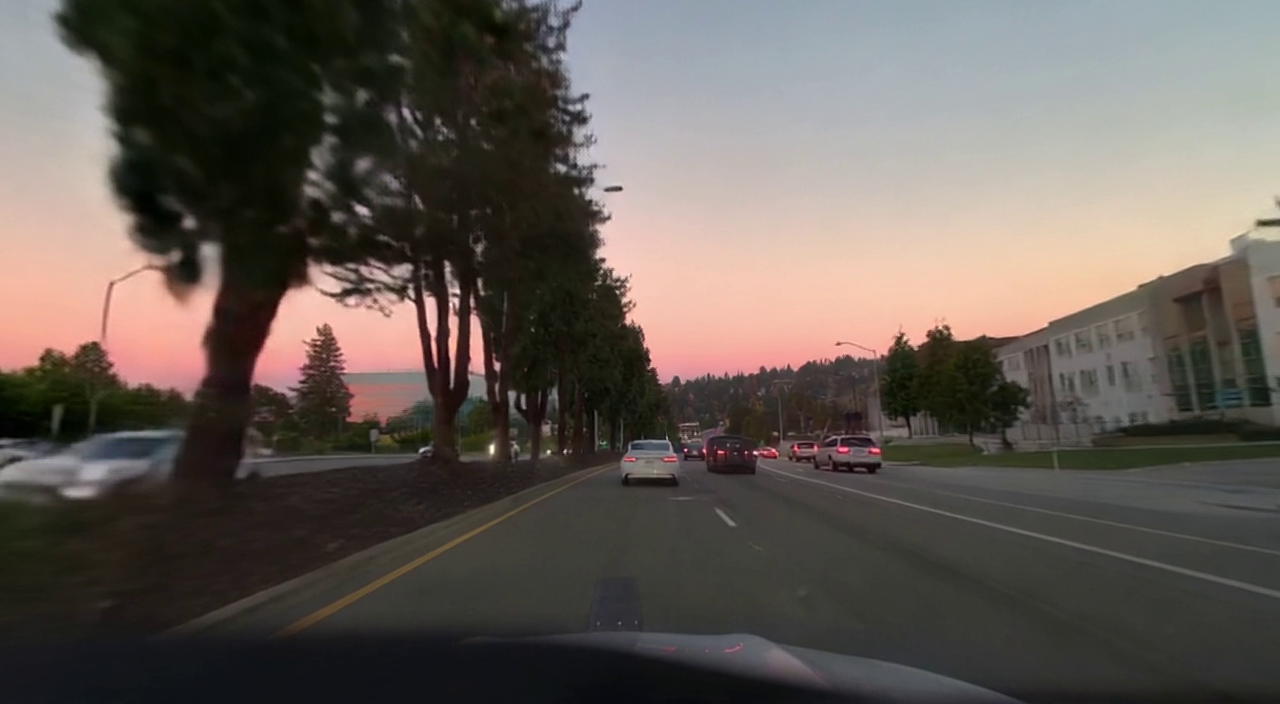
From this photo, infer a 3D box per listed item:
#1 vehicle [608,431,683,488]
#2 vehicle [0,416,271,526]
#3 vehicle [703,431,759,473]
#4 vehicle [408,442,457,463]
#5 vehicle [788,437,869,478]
[{"bbox_3d":[0.191,3.402,20.175,2.145,1.603,4.369,0,-8,1],"label":"vehicle"},{"bbox_3d":[-8.998,2.023,11.218,2.074,1.543,4.536,0,-8,0],"label":"vehicle"},{"bbox_3d":[4.104,4.611,29.128,1.976,1.796,4.159,0,-8,0],"label":"vehicle"},{"bbox_3d":[-15.747,7.663,48.039,2.036,1.524,4.590,0,-9,2],"label":"vehicle"},{"bbox_3d":[7.489,4.223,25.470,1.928,1.488,4.361,0,-8,0],"label":"vehicle"}]
